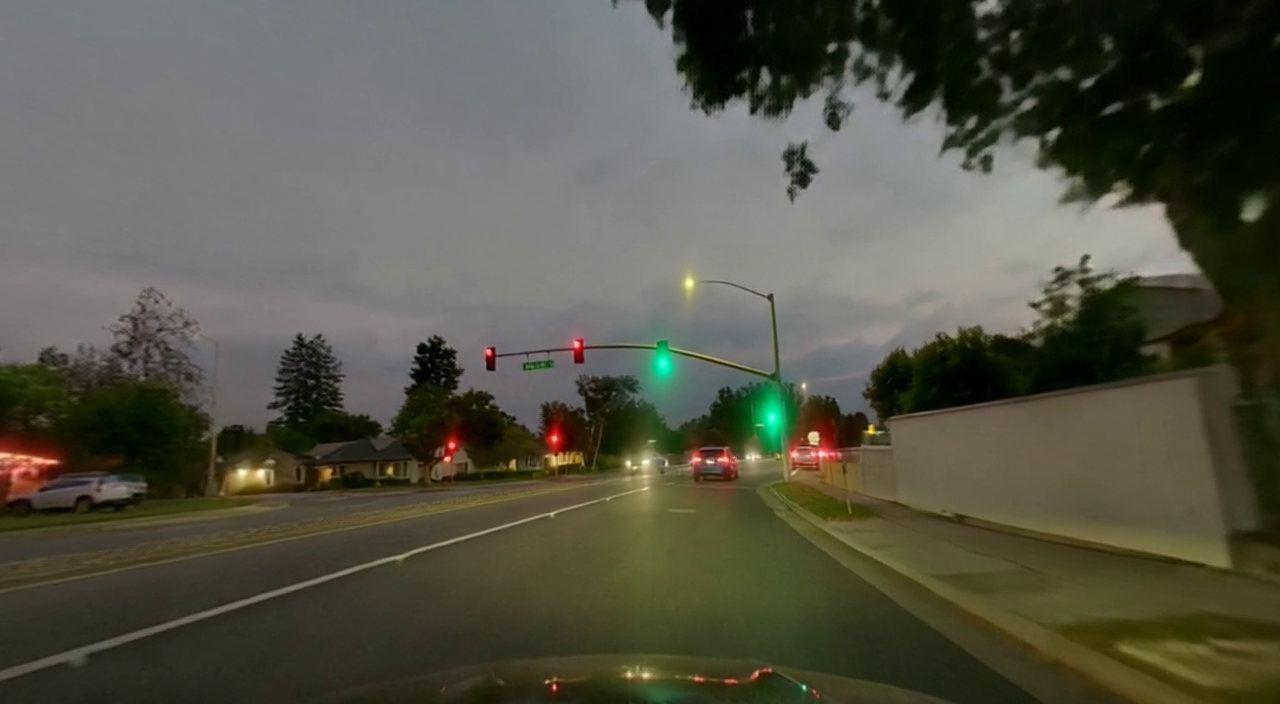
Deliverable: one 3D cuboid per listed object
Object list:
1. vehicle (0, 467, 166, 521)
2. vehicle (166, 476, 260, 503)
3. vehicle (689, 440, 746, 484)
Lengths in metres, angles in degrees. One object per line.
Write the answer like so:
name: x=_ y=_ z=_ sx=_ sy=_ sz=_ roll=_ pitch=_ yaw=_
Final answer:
vehicle: x=-24.329 y=6.149 z=27.734 sx=2.332 sy=1.896 sz=5.688 roll=0 pitch=-8 yaw=1
vehicle: x=-29.706 y=9.571 z=43.916 sx=4.697 sy=1.691 sz=2.486 roll=0 pitch=-8 yaw=-3
vehicle: x=3.855 y=5.254 z=30.423 sx=2.059 sy=1.908 sz=4.714 roll=-2 pitch=-9 yaw=15
